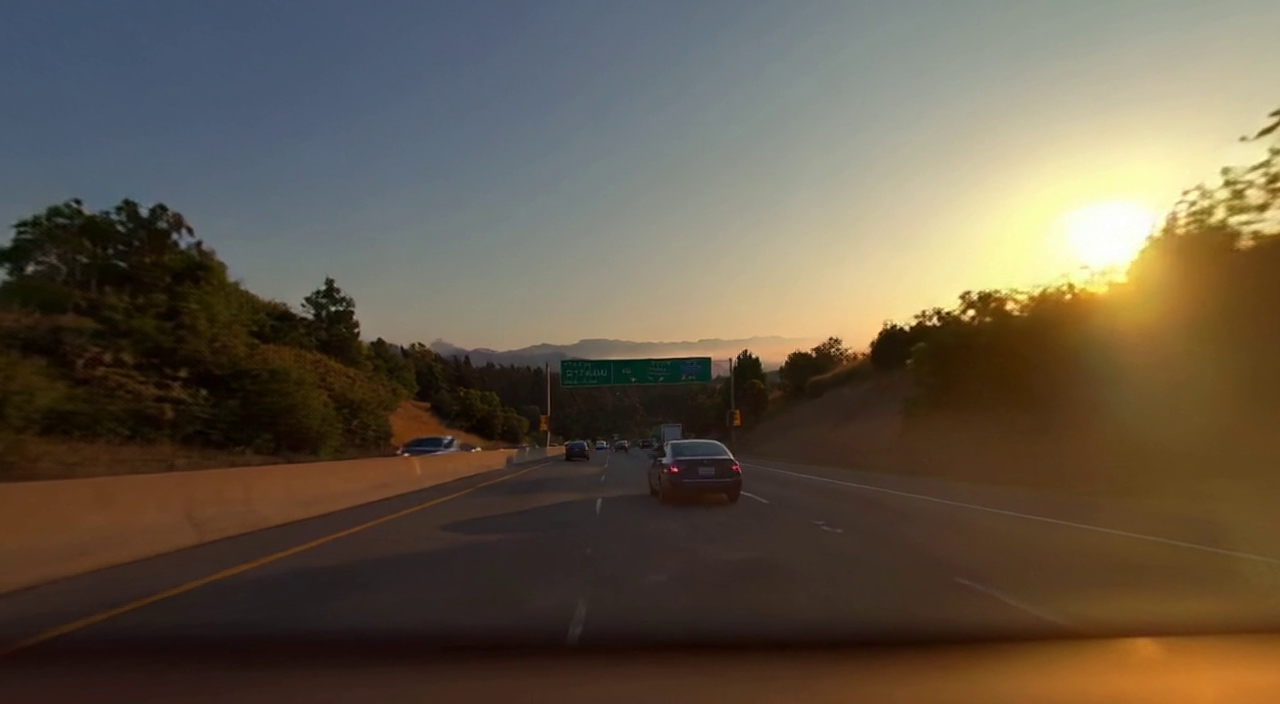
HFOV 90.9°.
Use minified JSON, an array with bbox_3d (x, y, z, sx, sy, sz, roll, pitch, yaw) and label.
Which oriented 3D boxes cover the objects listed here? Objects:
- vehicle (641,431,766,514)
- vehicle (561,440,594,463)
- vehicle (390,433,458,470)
[{"bbox_3d":[1.181,2.548,14.054,1.961,1.495,4.743,1,-8,-4],"label":"vehicle"},{"bbox_3d":[-4.252,6.851,43.699,2.055,1.466,4.317,0,-8,-3],"label":"vehicle"},{"bbox_3d":[-11.569,5.337,34.174,2.083,1.845,5.012,0,-8,-2],"label":"vehicle"}]
